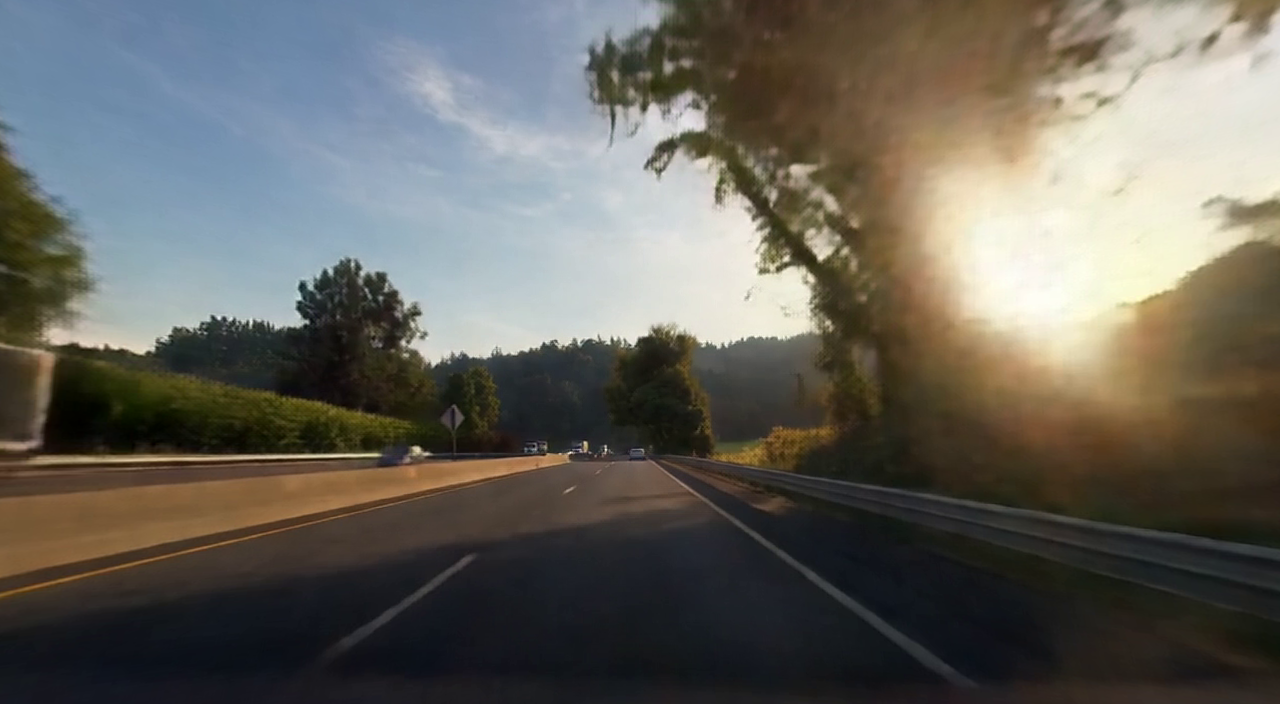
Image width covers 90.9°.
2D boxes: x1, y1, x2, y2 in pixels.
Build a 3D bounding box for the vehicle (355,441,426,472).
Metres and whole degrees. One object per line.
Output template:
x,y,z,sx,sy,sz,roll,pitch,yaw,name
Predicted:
-12.329,5.194,31.432,1.925,1.459,3.959,0,-9,-1,vehicle
